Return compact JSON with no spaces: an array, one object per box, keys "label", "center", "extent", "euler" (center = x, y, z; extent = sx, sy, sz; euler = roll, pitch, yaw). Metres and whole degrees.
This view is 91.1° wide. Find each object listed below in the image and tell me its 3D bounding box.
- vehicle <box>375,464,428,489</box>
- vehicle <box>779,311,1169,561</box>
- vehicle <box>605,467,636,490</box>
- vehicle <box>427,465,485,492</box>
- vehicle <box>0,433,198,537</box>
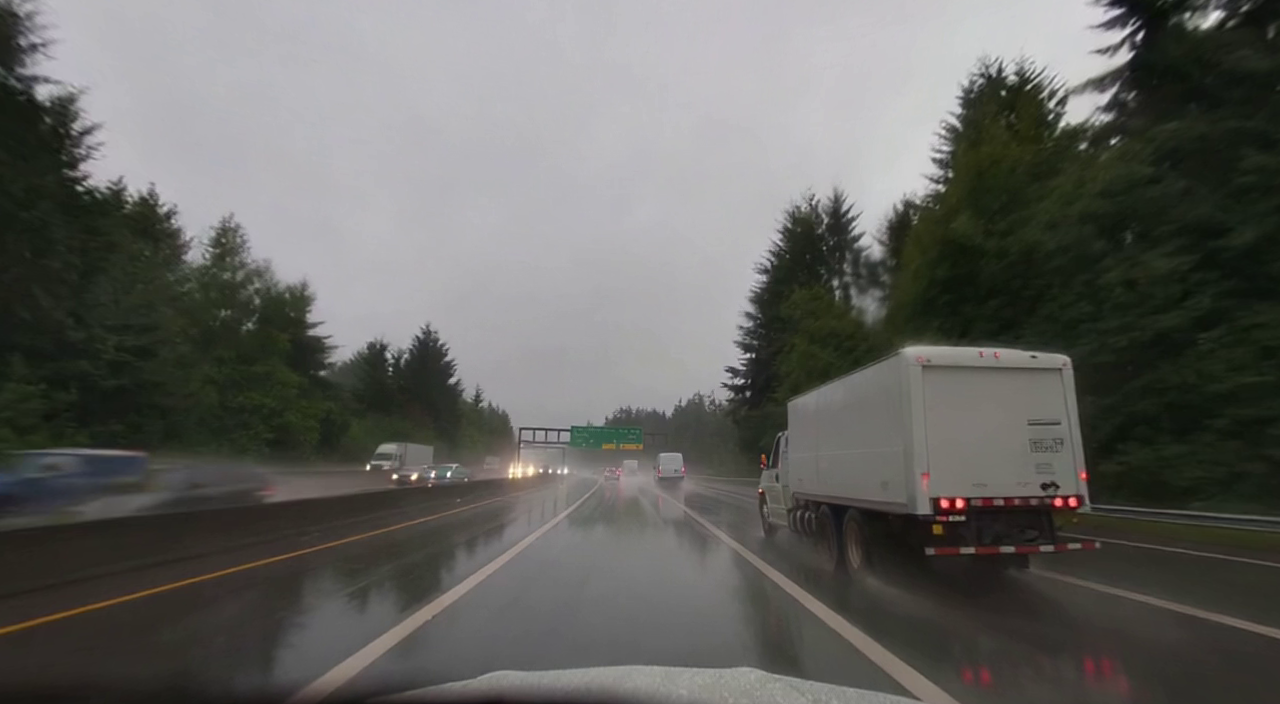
[{"label":"vehicle","center":[-14.626,7.664,38.763],"extent":[1.843,1.455,3.763],"euler":[1,-10,-1]},{"label":"vehicle","center":[7.037,2.623,17.540],"extent":[2.866,4.102,14.351],"euler":[1,-10,-1]},{"label":"vehicle","center":[-1.403,8.953,44.657],"extent":[2.106,1.524,4.381],"euler":[1,-10,-2]},{"label":"vehicle","center":[-11.146,7.690,38.503],"extent":[2.184,1.496,4.687],"euler":[1,-10,-1]},{"label":"vehicle","center":[-10.876,2.401,11.650],"extent":[2.007,1.564,4.585],"euler":[1,-10,0]}]
